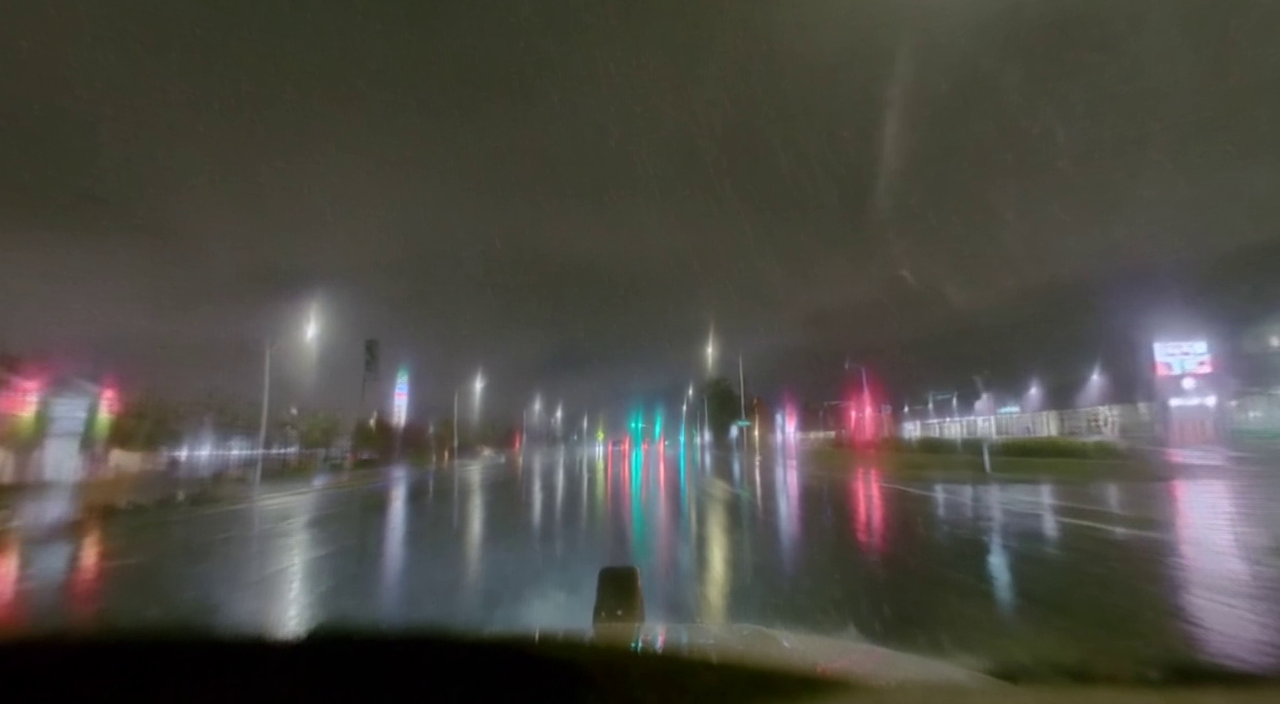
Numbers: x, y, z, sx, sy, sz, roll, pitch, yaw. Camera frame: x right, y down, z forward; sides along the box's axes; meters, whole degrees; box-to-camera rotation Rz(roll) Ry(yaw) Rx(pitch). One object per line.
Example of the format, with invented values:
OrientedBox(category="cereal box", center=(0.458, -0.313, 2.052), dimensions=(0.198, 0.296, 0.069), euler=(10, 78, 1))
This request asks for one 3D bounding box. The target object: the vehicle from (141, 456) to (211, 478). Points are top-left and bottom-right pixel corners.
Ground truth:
OrientedBox(category="vehicle", center=(-31.640, 7.860, 43.229), dimensions=(1.815, 1.401, 3.775), euler=(-1, -10, 2))

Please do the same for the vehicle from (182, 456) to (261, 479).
OrientedBox(category="vehicle", center=(-29.094, 8.035, 44.145), dimensions=(1.920, 1.442, 4.998), euler=(-1, -9, 2))

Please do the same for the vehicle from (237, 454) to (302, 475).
OrientedBox(category="vehicle", center=(-28.998, 8.794, 49.668), dimensions=(1.960, 1.478, 4.949), euler=(-1, -9, 3))
